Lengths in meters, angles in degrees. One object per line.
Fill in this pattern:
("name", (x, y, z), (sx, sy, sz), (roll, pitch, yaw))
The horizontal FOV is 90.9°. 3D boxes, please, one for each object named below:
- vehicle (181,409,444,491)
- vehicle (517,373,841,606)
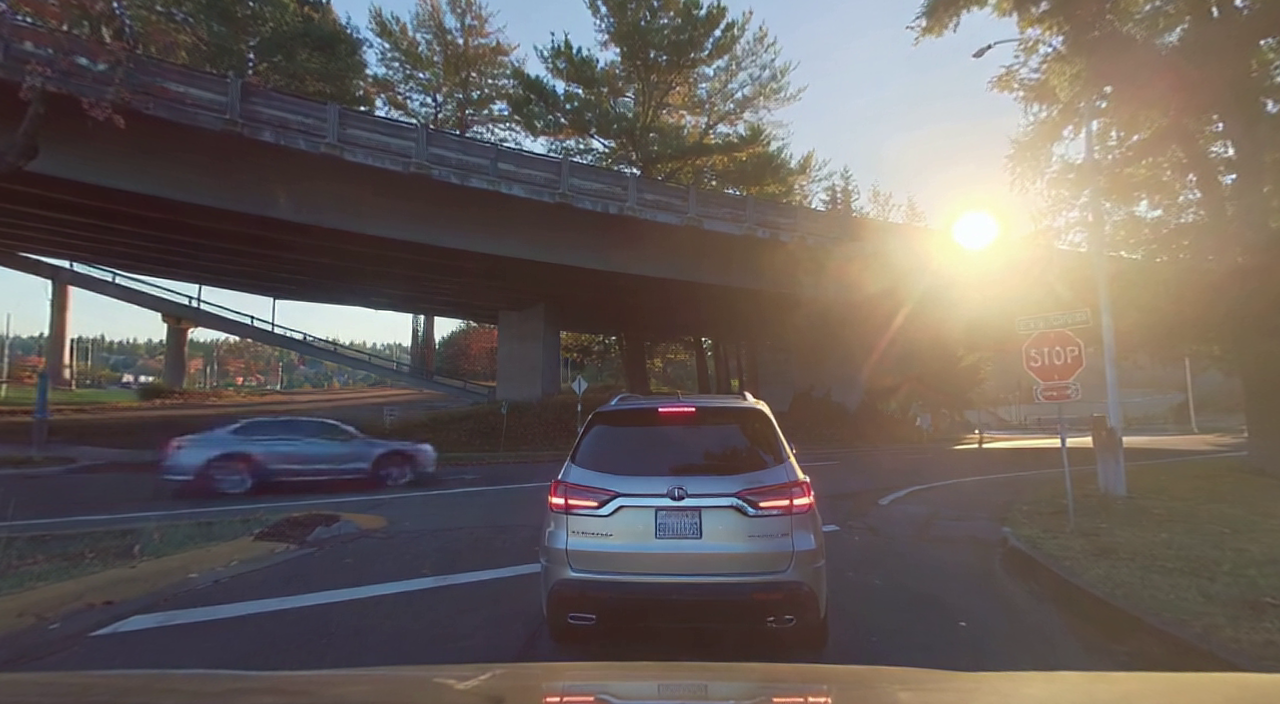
("vehicle", (-7.477, 2.293, 14.861), (5.060, 1.648, 2.038), (5, -10, -28))
("vehicle", (0.310, 1.388, 7.137), (2.494, 1.804, 4.336), (0, -9, 0))
